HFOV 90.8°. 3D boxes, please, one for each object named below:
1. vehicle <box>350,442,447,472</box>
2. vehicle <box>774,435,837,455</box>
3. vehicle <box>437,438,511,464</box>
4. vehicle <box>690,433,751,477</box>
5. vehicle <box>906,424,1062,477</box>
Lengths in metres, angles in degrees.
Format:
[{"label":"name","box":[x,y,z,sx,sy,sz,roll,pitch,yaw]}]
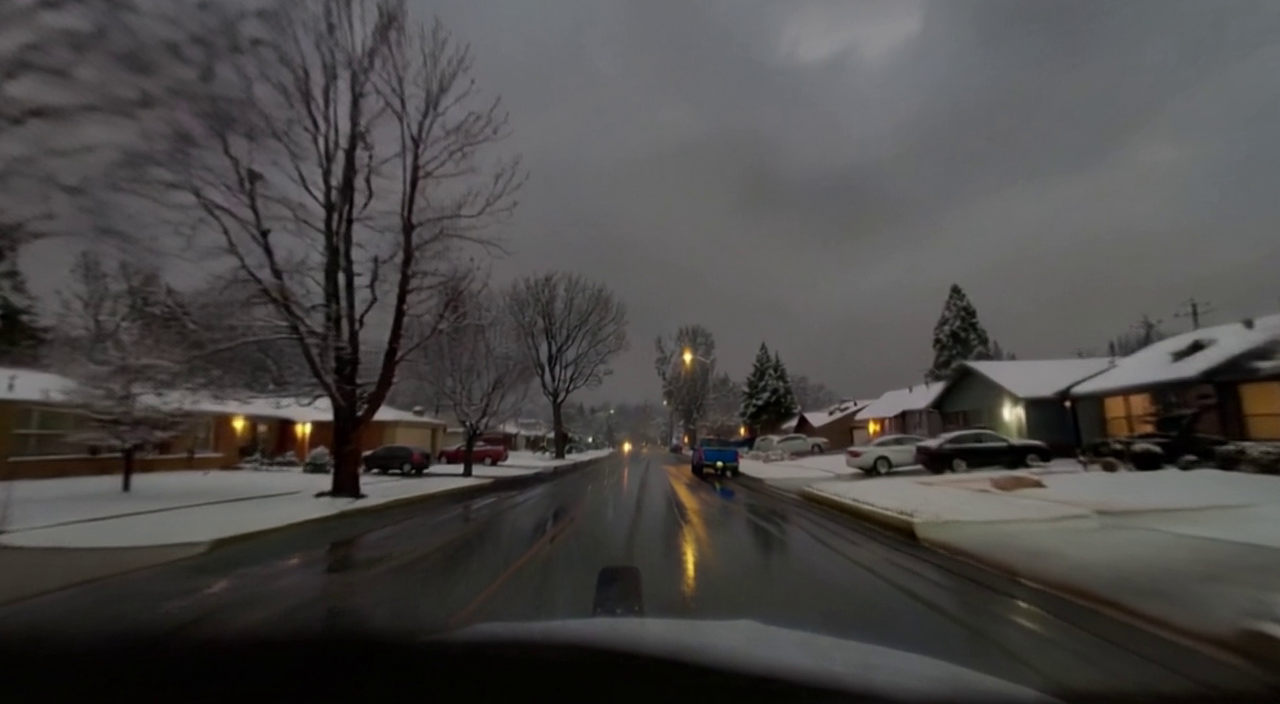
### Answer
[{"label":"vehicle","box":[-12.520,5.468,32.892,4.225,1.498,1.917,0,-8,2]},{"label":"vehicle","box":[12.917,7.307,49.602,4.486,1.579,1.880,-1,-9,5]},{"label":"vehicle","box":[-12.220,7.311,46.604,4.807,1.846,2.024,-1,-9,4]},{"label":"vehicle","box":[3.908,5.135,31.809,2.313,1.962,6.029,0,-8,1]},{"label":"vehicle","box":[11.663,3.351,21.695,4.069,1.680,2.156,0,-7,3]}]
